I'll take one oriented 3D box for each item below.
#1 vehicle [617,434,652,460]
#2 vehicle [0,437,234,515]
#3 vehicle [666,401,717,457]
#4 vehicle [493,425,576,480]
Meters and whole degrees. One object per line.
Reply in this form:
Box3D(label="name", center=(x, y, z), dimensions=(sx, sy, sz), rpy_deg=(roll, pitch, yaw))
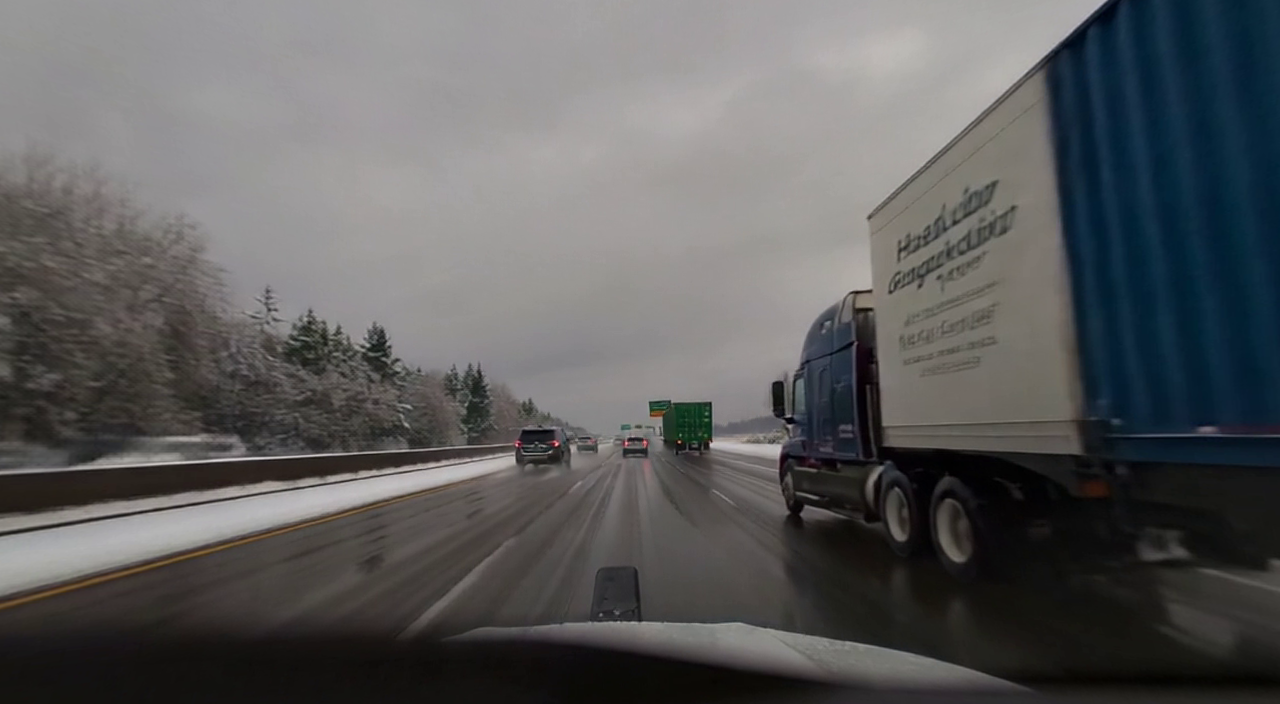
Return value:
Box3D(label="vehicle", center=(-0.386, 6.051, 40.125), dimensions=(2.088, 1.567, 4.240), rpy_deg=(0, -8, -1))
Box3D(label="vehicle", center=(-11.676, 2.709, 14.416), dimensions=(1.898, 1.512, 4.238), rpy_deg=(0, -8, -1))
Box3D(label="vehicle", center=(3.745, 5.850, 47.402), dimensions=(2.883, 3.836, 7.894), rpy_deg=(0, -8, -2))
Box3D(label="vehicle", center=(-3.479, 3.403, 21.597), dimensions=(2.054, 1.671, 4.445), rpy_deg=(0, -8, 0))
